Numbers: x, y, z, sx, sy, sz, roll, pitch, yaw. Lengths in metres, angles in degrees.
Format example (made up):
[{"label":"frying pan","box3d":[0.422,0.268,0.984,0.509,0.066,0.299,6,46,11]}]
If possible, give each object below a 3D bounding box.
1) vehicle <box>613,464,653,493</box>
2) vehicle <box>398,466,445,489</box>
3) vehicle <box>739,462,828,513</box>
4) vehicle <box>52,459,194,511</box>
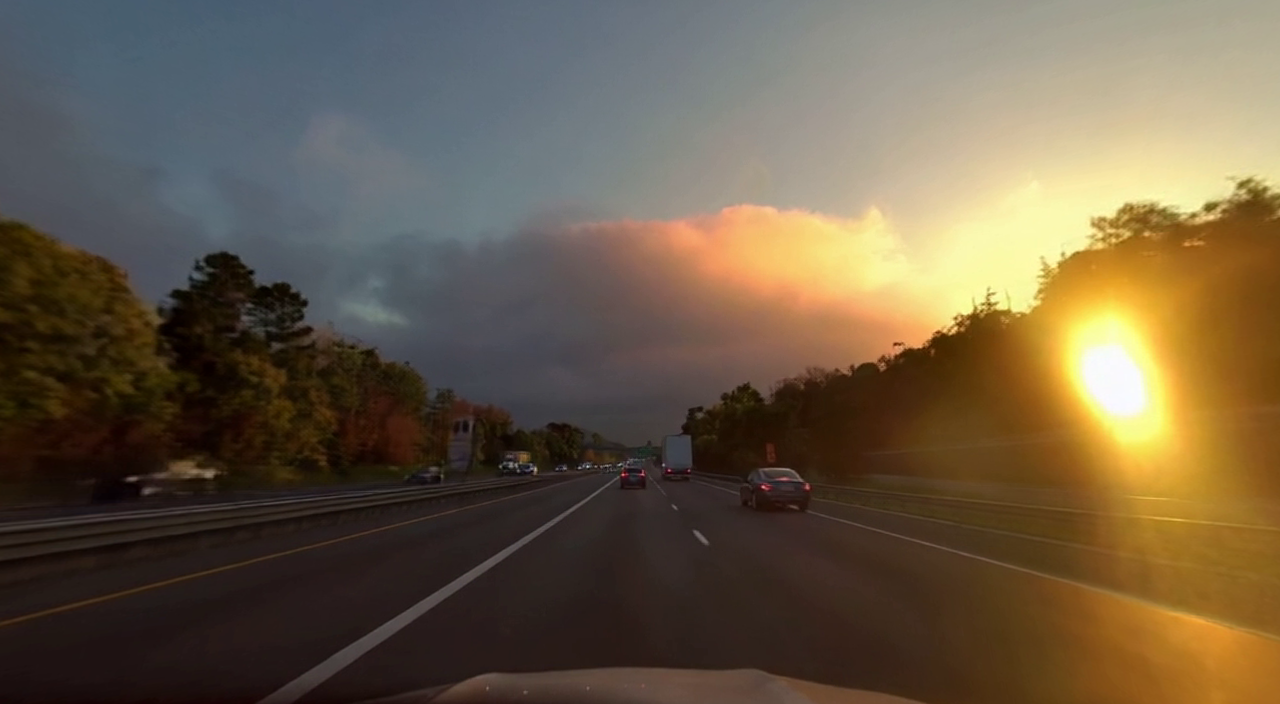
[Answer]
[{"label":"vehicle","box3d":[-0.397,6.861,34.283,2.010,1.436,3.973,1,-10,-1]},{"label":"vehicle","box3d":[-16.561,9.511,47.971,1.910,1.585,4.351,1,-10,0]},{"label":"vehicle","box3d":[4.658,4.489,21.153,1.897,1.476,4.334,1,-10,-1]},{"label":"vehicle","box3d":[-19.974,5.136,24.620,1.911,1.773,4.182,1,-10,0]}]
